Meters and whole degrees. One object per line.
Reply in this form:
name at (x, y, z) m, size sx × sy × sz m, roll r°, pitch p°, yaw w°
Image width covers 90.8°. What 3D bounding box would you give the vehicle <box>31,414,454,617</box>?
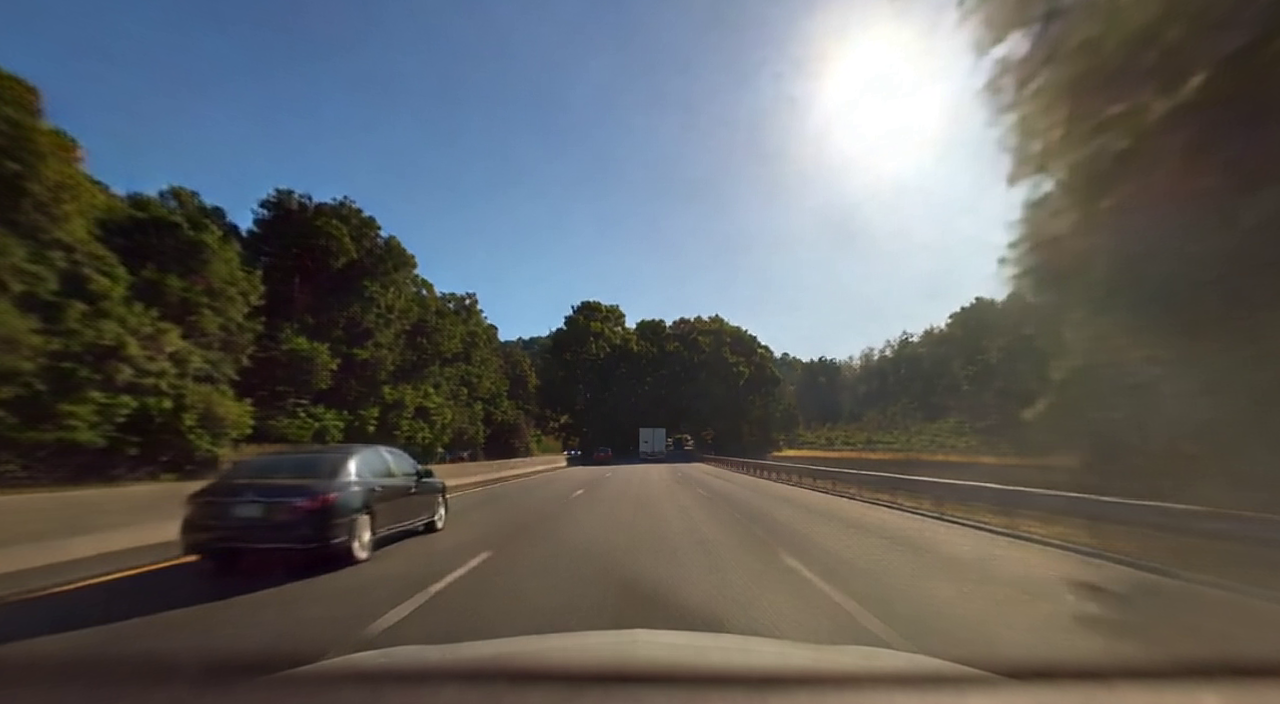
vehicle at (-3.846, 1.656, 7.270) m, size 2.057 × 1.618 × 4.212 m, roll 0°, pitch -9°, yaw 1°
